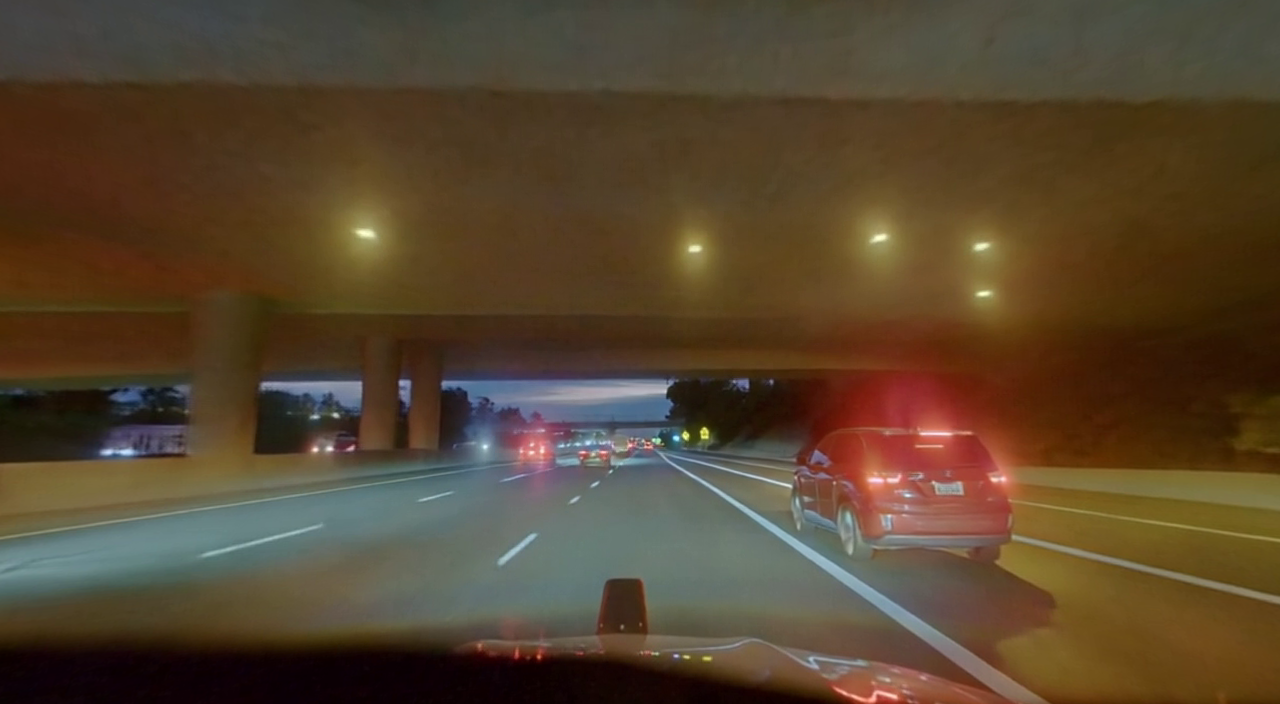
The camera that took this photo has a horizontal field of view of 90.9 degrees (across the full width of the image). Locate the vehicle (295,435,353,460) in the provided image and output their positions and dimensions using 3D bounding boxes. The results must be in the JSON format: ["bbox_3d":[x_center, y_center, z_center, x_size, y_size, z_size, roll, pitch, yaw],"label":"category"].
[{"bbox_3d":[-23.954,7.265,48.028,1.899,1.729,4.753,0,-8,0],"label":"vehicle"}]

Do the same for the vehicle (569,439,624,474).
[{"bbox_3d":[-2.100,5.247,31.851,2.210,1.628,4.586,-1,-8,3],"label":"vehicle"}]

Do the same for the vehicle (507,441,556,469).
[{"bbox_3d":[-6.578,6.308,38.850,2.069,1.551,4.830,0,-8,1],"label":"vehicle"}]

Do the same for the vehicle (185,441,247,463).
[{"bbox_3d":[-28.047,6.610,41.823,1.578,1.429,3.524,-1,-8,2],"label":"vehicle"}]

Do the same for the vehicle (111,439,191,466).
[{"bbox_3d":[-31.842,6.561,41.219,2.010,1.619,3.988,0,-8,1],"label":"vehicle"}]
